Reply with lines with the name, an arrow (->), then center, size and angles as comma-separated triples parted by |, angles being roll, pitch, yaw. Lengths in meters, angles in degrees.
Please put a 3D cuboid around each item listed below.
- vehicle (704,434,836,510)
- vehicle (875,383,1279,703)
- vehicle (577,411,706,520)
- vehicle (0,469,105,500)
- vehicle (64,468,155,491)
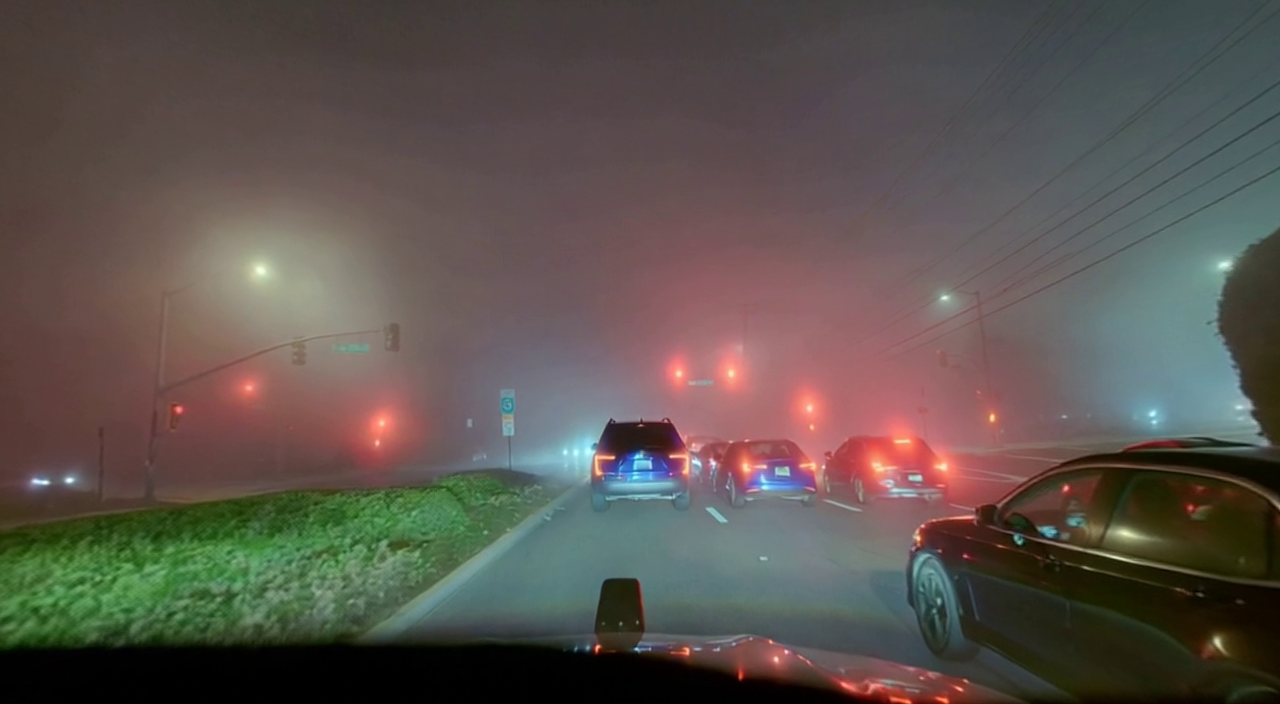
vehicle -> 2.790, 2.694, 14.663 | 2.025, 1.477, 4.333 | 0, -9, -1
vehicle -> 2.770, 0.932, 2.500 | 2.004, 1.460, 4.297 | 0, -9, 0
vehicle -> 0.008, 2.334, 13.424 | 2.236, 1.856, 4.816 | 0, -9, 0
vehicle -> -33.260, 7.411, 35.443 | 4.550, 1.601, 1.766 | 1, -9, -7
vehicle -> -37.897, 9.115, 45.242 | 4.569, 1.505, 1.992 | 1, -9, -5
